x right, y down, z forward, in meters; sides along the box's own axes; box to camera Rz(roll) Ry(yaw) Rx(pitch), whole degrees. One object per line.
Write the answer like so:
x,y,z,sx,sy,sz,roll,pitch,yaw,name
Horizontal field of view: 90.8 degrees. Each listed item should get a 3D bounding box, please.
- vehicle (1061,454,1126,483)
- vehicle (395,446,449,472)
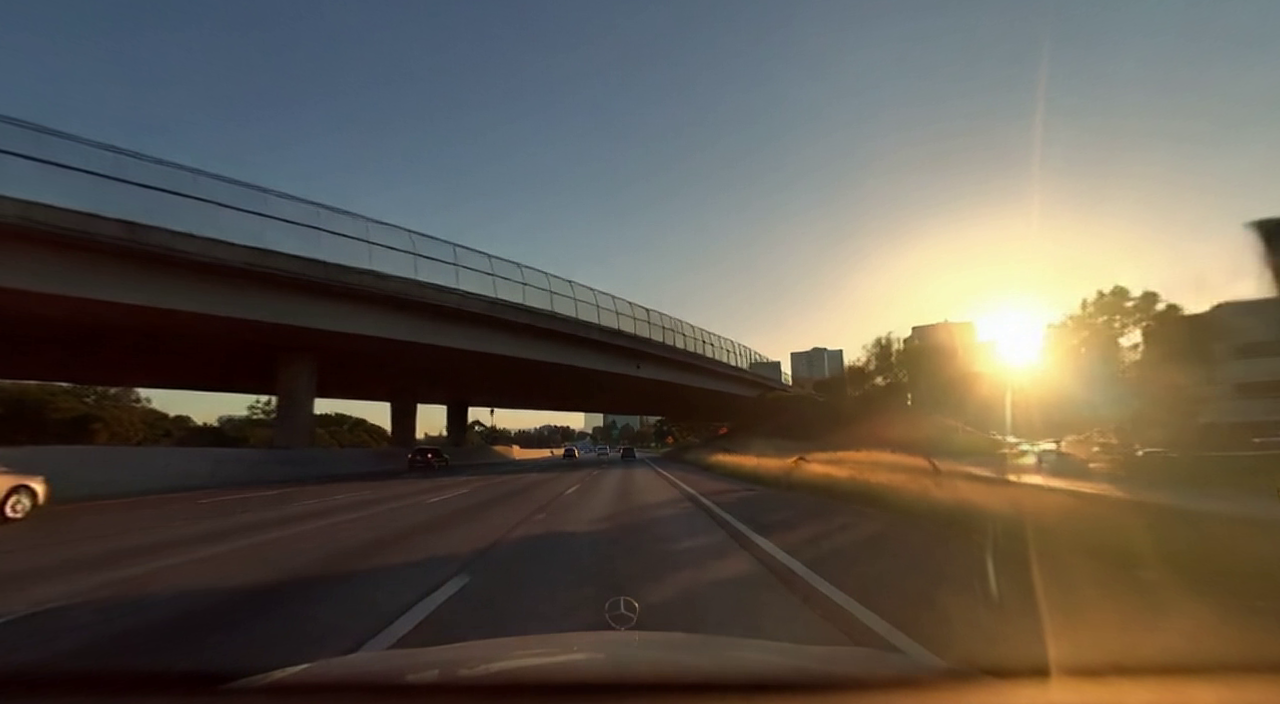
29.485,7.558,41.258,2.356,1.643,4.254,-3,-9,21,vehicle
-14.579,7.154,42.559,2.057,1.619,4.443,0,-9,0,vehicle
